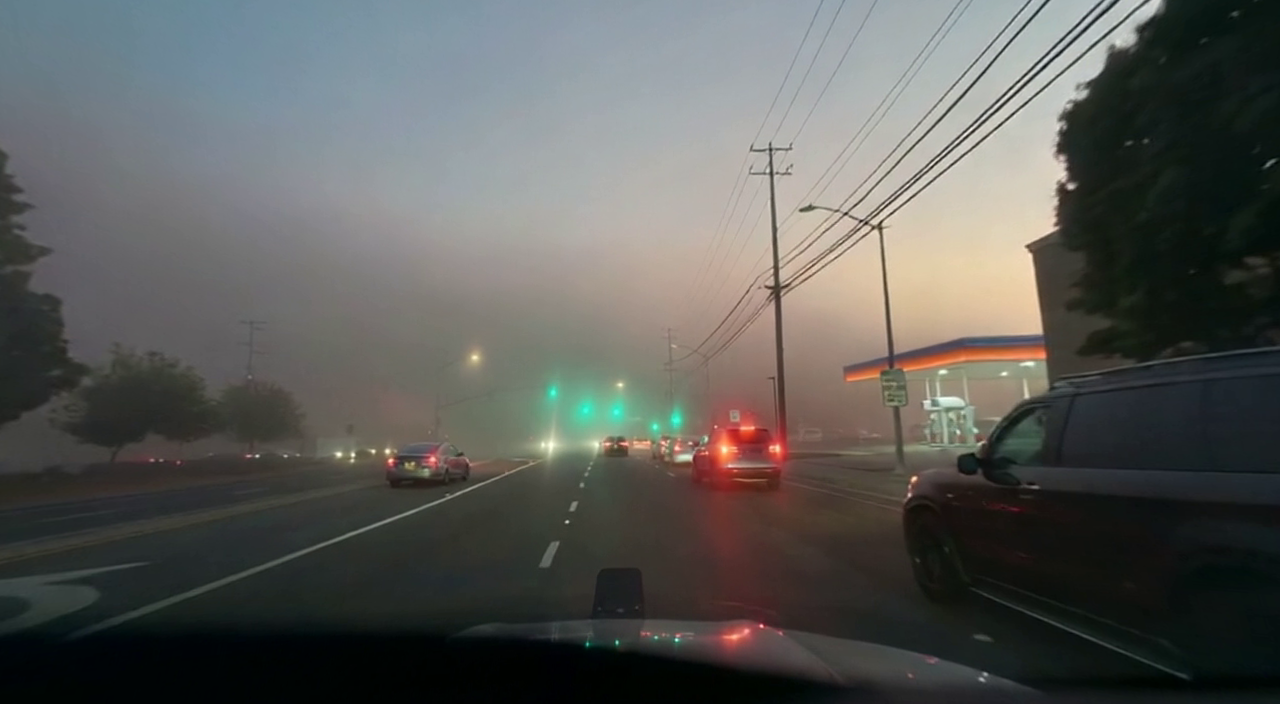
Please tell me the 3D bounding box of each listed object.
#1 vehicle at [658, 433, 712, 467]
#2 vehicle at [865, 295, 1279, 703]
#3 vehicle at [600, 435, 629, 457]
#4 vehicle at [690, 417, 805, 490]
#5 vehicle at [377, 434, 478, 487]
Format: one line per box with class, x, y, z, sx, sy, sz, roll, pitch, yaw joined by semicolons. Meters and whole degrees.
vehicle;2.073;4.692;30.394;1.945;1.470;4.363;0;-8;-5
vehicle;3.628;0.860;3.519;2.582;1.810;5.315;0;-8;-2
vehicle;-1.905;6.858;46.088;2.065;1.484;3.894;0;-8;-4
vehicle;2.942;2.952;18.623;2.124;1.824;4.973;0;-8;-5
vehicle;-6.656;3.419;20.298;2.075;1.470;4.190;0;-8;-5
